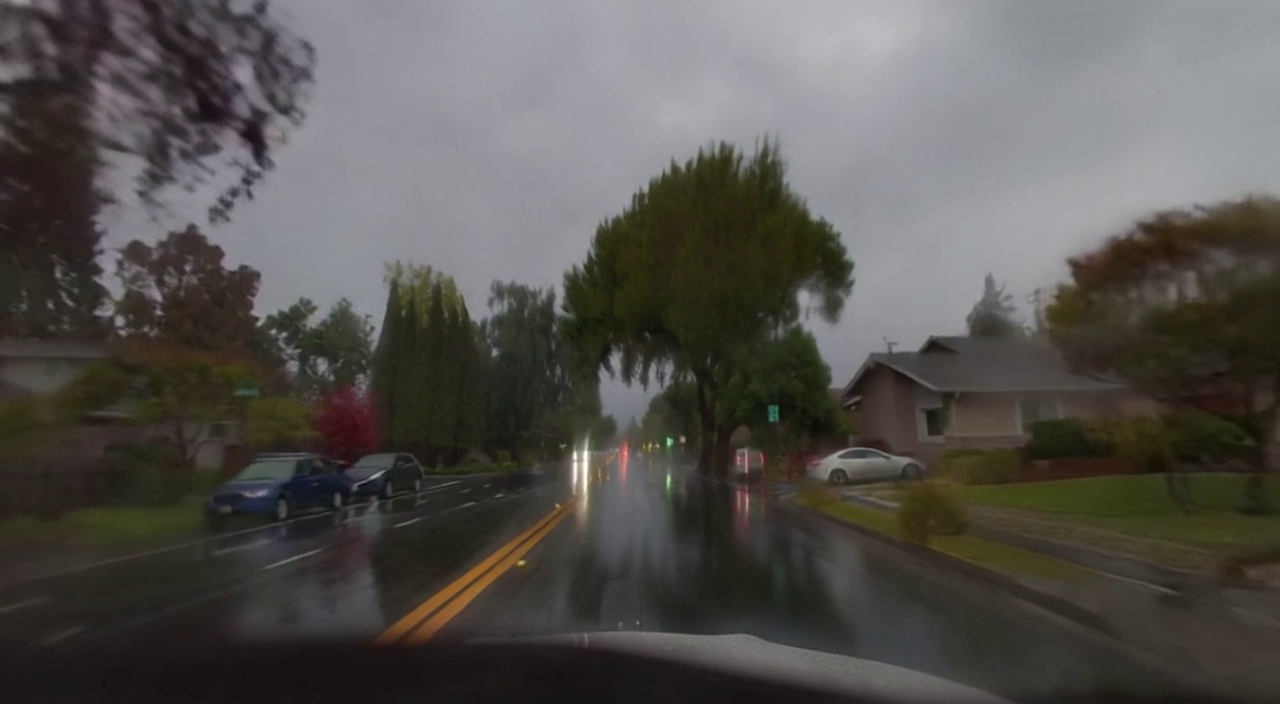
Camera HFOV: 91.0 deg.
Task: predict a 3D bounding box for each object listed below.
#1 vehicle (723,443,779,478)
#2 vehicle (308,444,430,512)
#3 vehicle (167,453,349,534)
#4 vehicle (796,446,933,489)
[{"bbox_3d":[5.797,5.717,33.545,2.096,1.713,4.606,0,-9,-1],"label":"vehicle"},{"bbox_3d":[-9.371,4.335,22.356,2.181,1.938,4.931,-2,-7,0],"label":"vehicle"},{"bbox_3d":[-9.195,3.379,15.659,1.998,1.684,4.180,1,-9,-2],"label":"vehicle"},{"bbox_3d":[8.148,4.238,23.271,4.438,1.466,1.943,-1,-9,10],"label":"vehicle"}]
